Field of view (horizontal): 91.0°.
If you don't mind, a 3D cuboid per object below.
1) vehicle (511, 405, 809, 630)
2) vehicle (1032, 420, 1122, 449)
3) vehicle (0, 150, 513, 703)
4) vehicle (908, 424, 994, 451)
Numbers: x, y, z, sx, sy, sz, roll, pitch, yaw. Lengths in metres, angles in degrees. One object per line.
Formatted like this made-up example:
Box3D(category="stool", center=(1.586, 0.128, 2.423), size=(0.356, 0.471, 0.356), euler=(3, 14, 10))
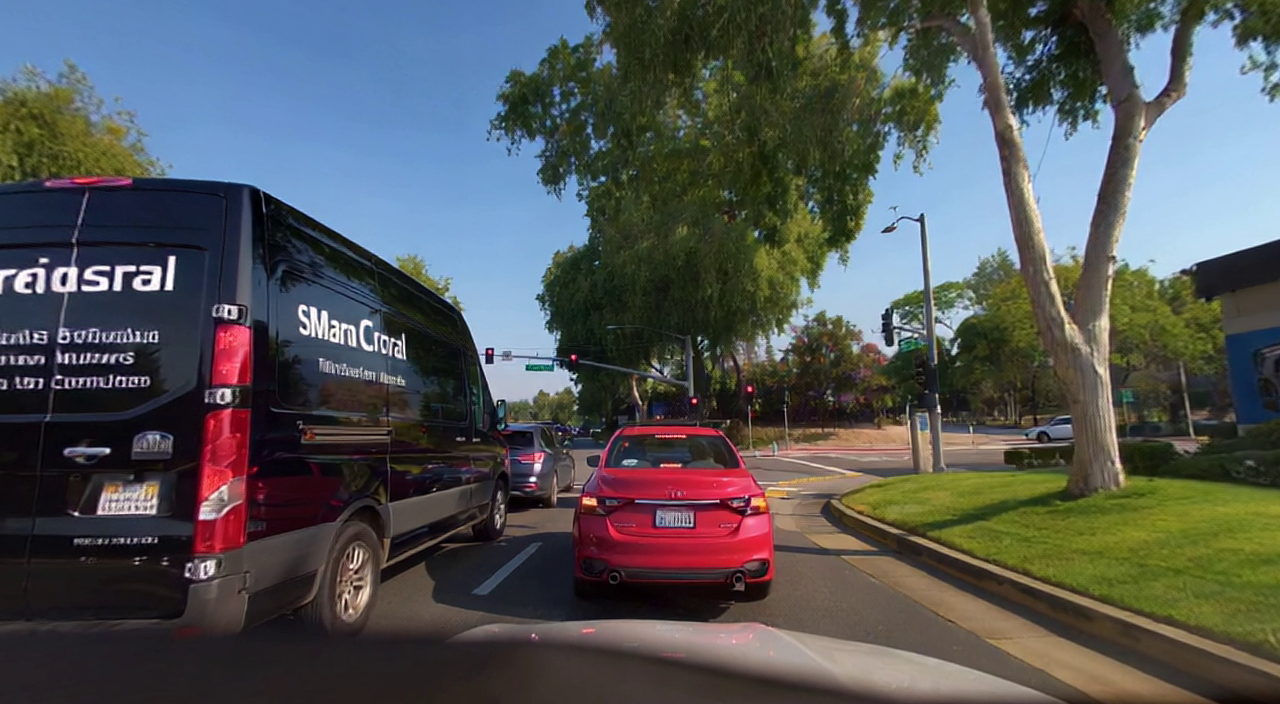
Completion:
Box3D(category="vehicle", center=(0.304, 1.642, 7.287), size=(2.398, 1.773, 4.254), euler=(-1, -8, 4))
Box3D(category="vehicle", center=(32.025, 6.056, 46.182), size=(5.084, 2.041, 2.360), euler=(2, -9, -9))
Box3D(category="vehicle", center=(-3.099, 0.881, 5.845), size=(2.555, 3.035, 5.702), euler=(0, -8, 0))
Box3D(category="vehicle", center=(21.955, 6.067, 44.511), size=(5.021, 1.848, 2.210), euler=(1, -9, -9))
